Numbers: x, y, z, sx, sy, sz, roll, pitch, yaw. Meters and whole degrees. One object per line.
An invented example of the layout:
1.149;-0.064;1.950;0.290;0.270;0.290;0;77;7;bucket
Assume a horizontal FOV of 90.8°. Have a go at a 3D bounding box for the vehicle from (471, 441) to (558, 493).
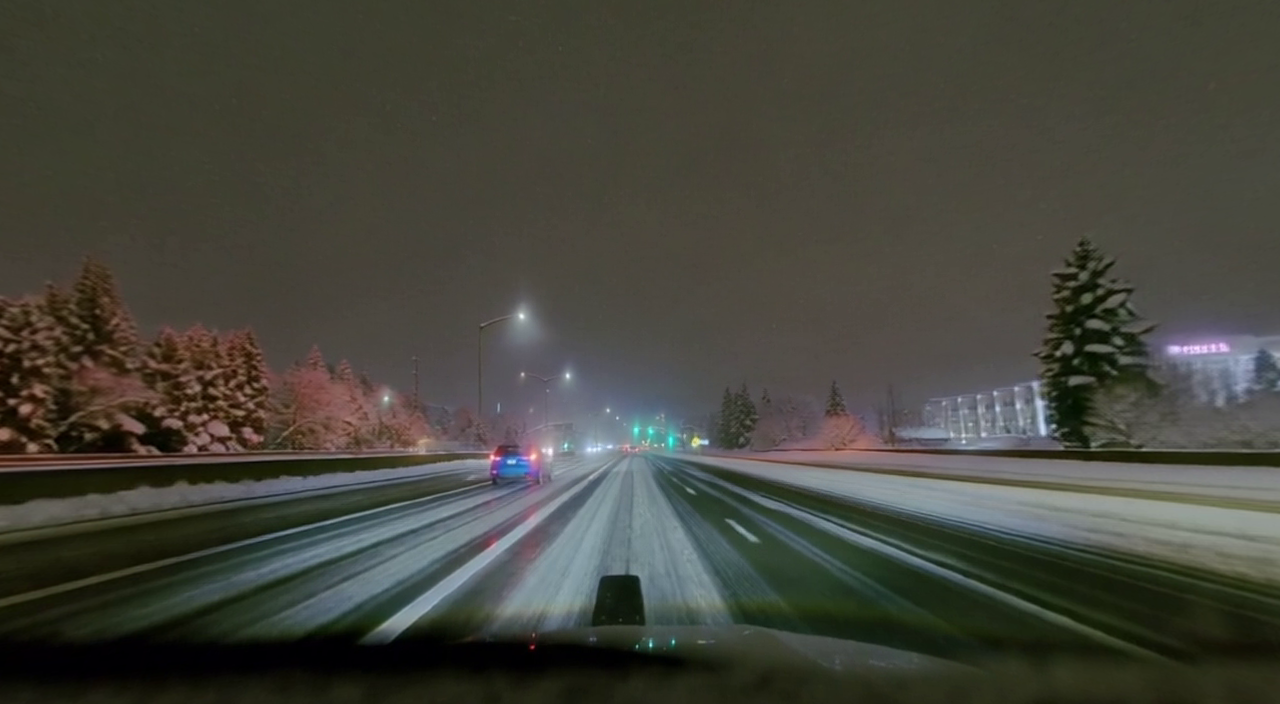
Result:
-3.899;3.644;20.424;1.900;1.492;4.495;0;-9;0;vehicle
